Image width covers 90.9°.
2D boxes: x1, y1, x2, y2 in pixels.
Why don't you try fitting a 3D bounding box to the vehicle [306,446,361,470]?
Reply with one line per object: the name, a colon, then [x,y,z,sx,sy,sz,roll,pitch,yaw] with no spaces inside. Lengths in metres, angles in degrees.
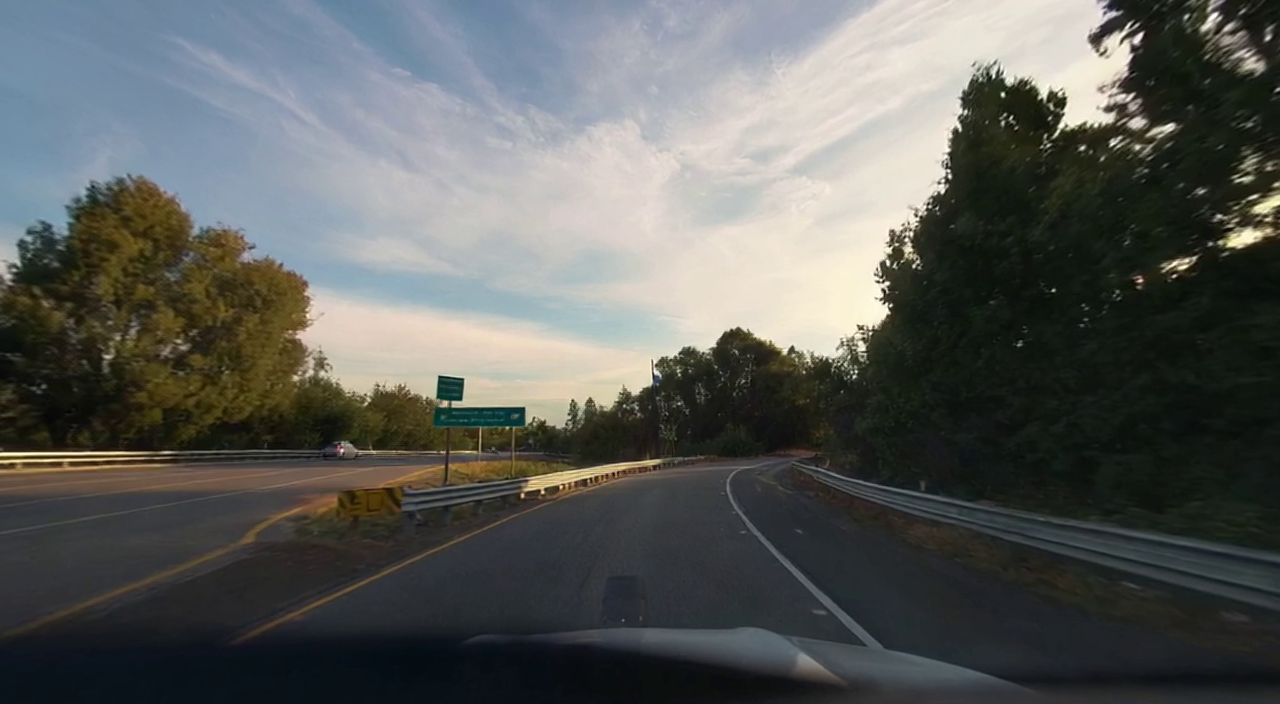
vehicle: [-20.594,7.109,42.487,2.044,1.492,4.665,2,-9,-10]
